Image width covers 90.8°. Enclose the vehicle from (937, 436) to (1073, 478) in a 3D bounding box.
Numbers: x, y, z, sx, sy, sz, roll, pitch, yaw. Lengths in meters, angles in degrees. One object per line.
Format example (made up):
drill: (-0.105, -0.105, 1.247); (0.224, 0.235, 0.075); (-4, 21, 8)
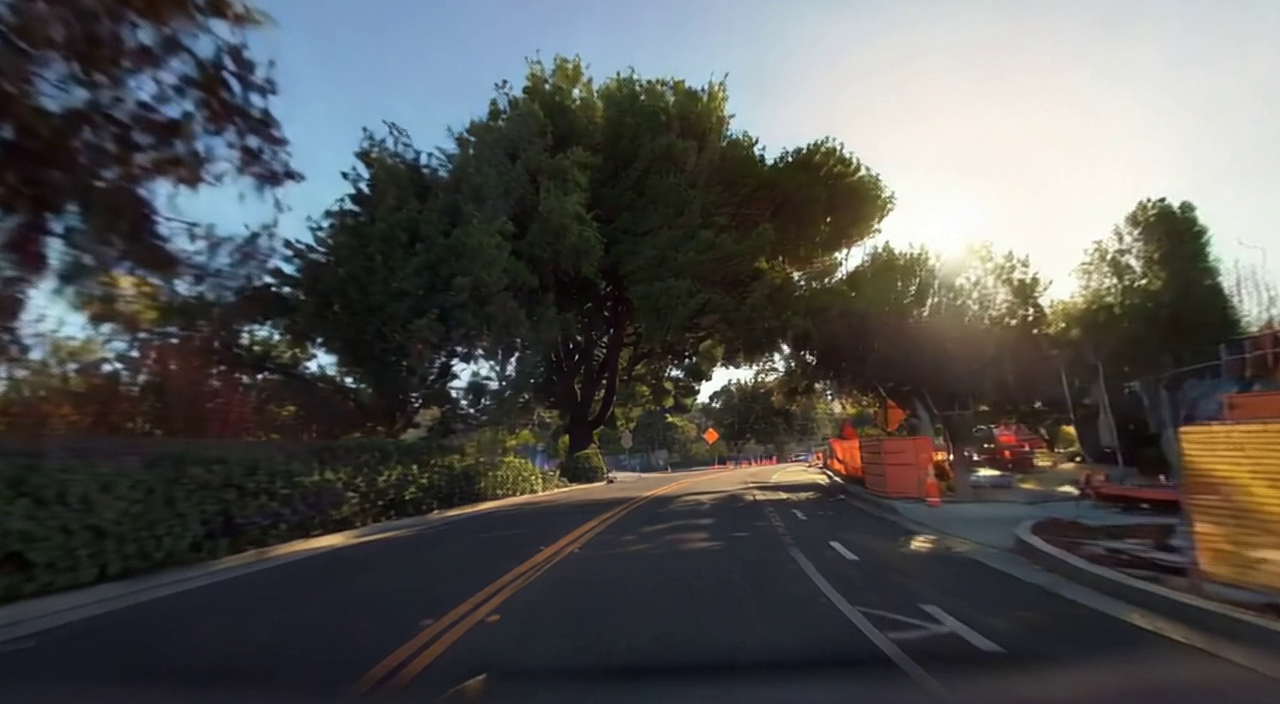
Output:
vehicle: (14.460, 4.225, 25.289); (4.221, 1.440, 1.915); (-5, -10, 14)
